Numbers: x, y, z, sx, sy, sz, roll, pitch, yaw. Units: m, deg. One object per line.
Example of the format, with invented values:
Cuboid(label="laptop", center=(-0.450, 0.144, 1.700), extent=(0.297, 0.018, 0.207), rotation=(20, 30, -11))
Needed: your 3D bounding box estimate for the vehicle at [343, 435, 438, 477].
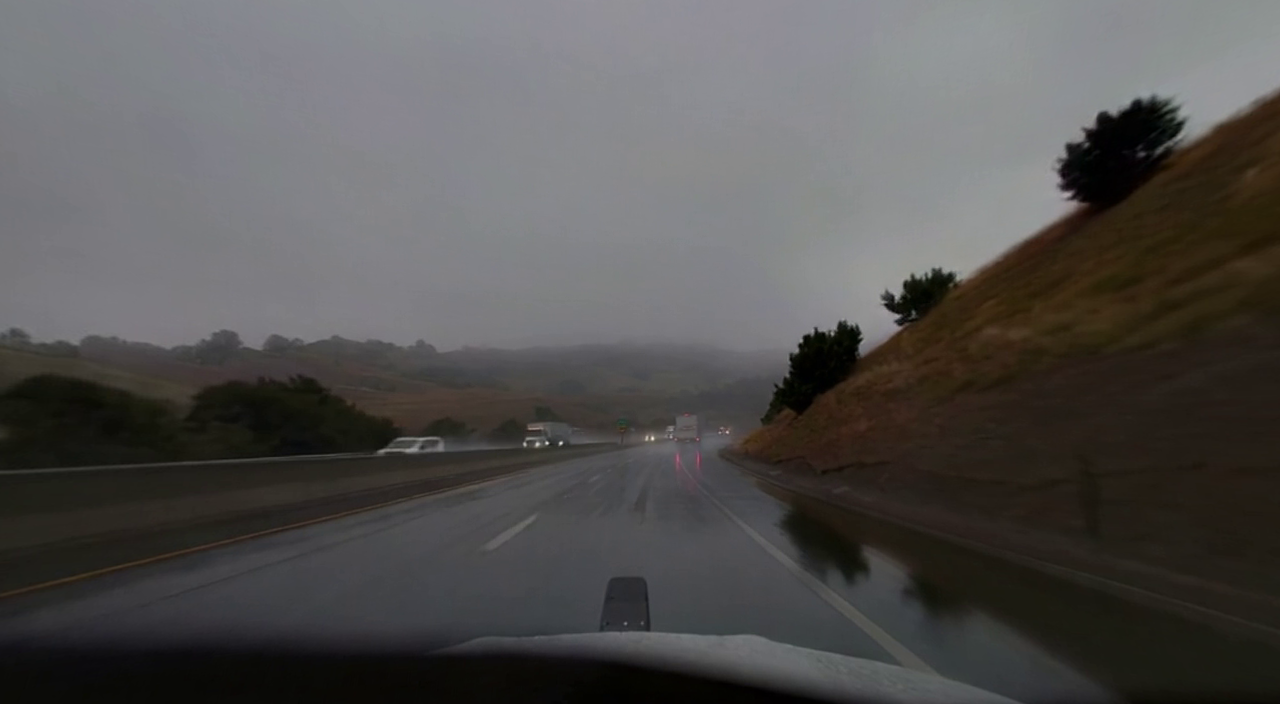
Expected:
Cuboid(label="vehicle", center=(-10.185, 4.289, 26.222), extent=(1.982, 1.545, 4.715), rotation=(0, -9, 1))
